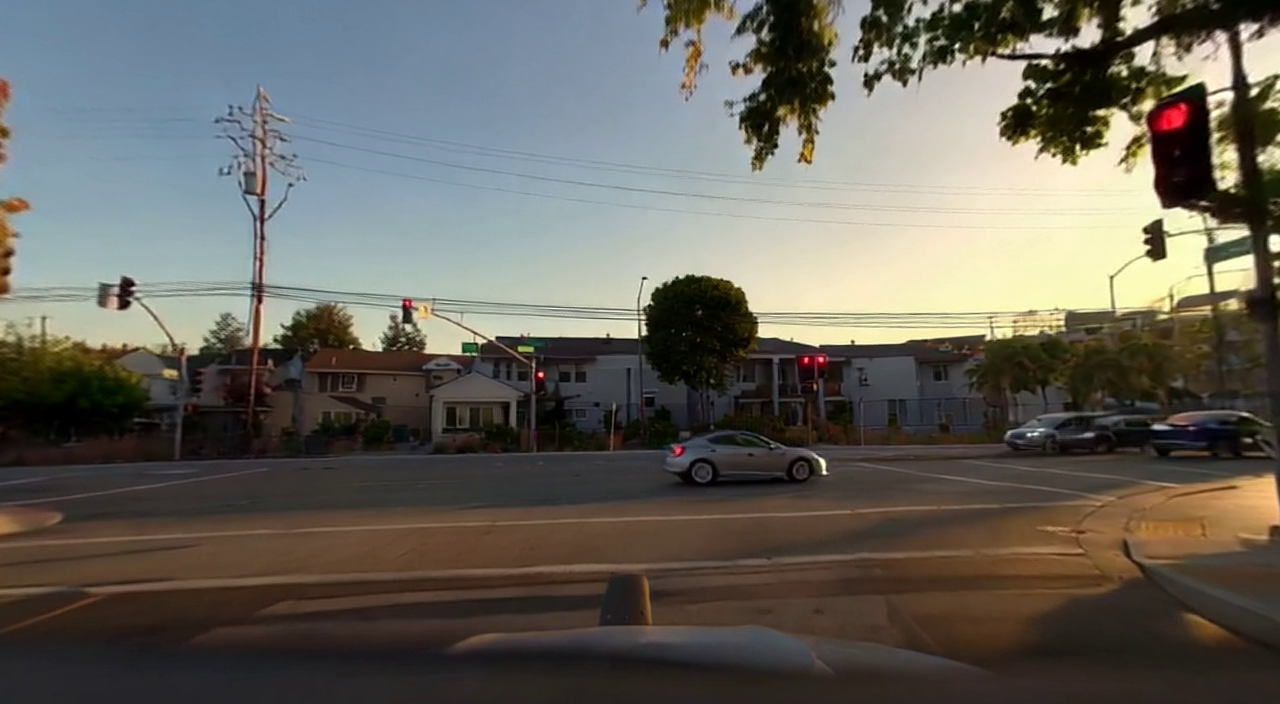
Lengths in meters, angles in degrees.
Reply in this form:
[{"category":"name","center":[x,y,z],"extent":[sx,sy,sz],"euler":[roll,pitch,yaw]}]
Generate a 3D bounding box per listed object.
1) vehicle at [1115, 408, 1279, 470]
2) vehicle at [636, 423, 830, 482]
[{"category":"vehicle","center":[16.802,2.520,18.258],"extent":[4.636,1.668,1.935],"euler":[1,-9,-6]},{"category":"vehicle","center":[2.361,2.669,16.775],"extent":[4.757,1.442,1.858],"euler":[1,-9,-7]}]
